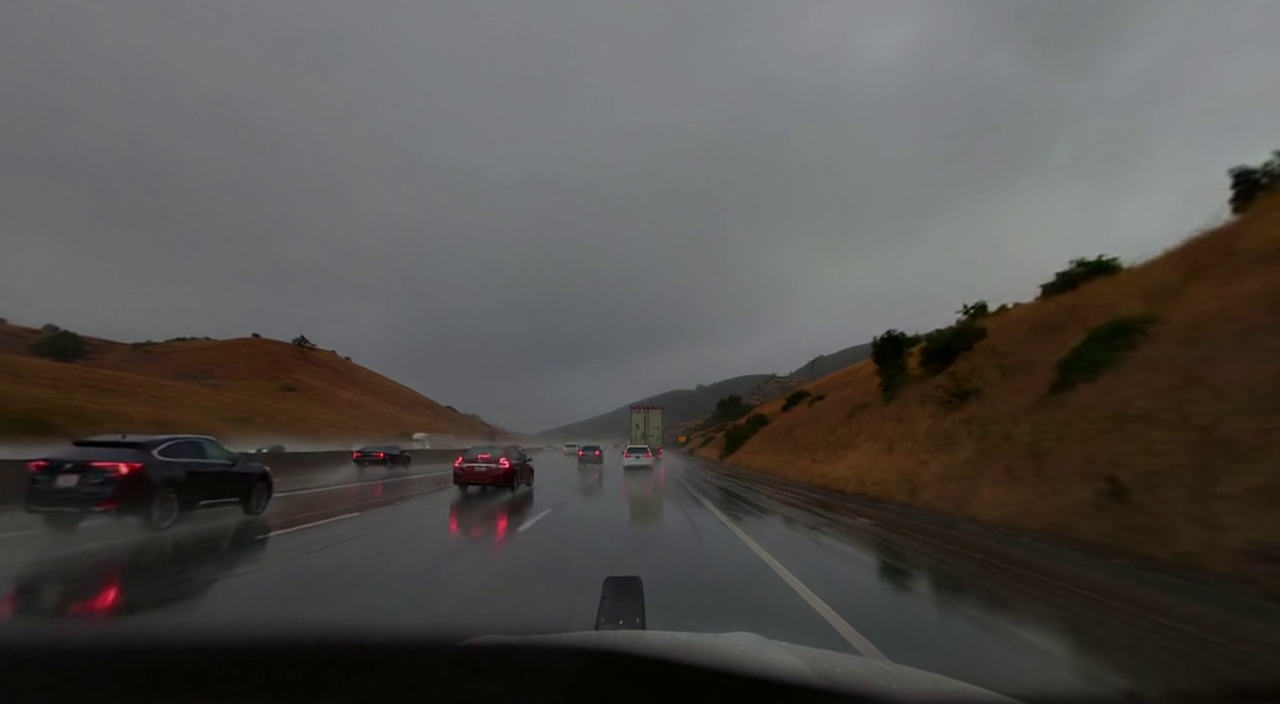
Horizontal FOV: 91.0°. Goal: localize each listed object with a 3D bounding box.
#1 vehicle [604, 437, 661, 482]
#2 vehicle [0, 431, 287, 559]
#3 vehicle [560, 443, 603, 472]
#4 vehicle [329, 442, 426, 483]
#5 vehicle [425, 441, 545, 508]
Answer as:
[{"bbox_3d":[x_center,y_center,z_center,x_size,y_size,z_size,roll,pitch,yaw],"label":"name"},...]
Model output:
[{"bbox_3d":[-0.294,4.731,27.894,2.281,1.795,4.297,1,-9,0],"label":"vehicle"},{"bbox_3d":[-7.725,2.041,9.734,2.029,1.507,4.204,1,-9,1],"label":"vehicle"},{"bbox_3d":[-3.558,6.552,39.384,2.155,1.661,4.477,0,-9,1],"label":"vehicle"},{"bbox_3d":[-10.636,4.497,25.935,1.950,1.507,4.527,1,-9,1],"label":"vehicle"},{"bbox_3d":[-3.877,3.147,16.677,1.943,1.468,4.547,1,-9,1],"label":"vehicle"}]
